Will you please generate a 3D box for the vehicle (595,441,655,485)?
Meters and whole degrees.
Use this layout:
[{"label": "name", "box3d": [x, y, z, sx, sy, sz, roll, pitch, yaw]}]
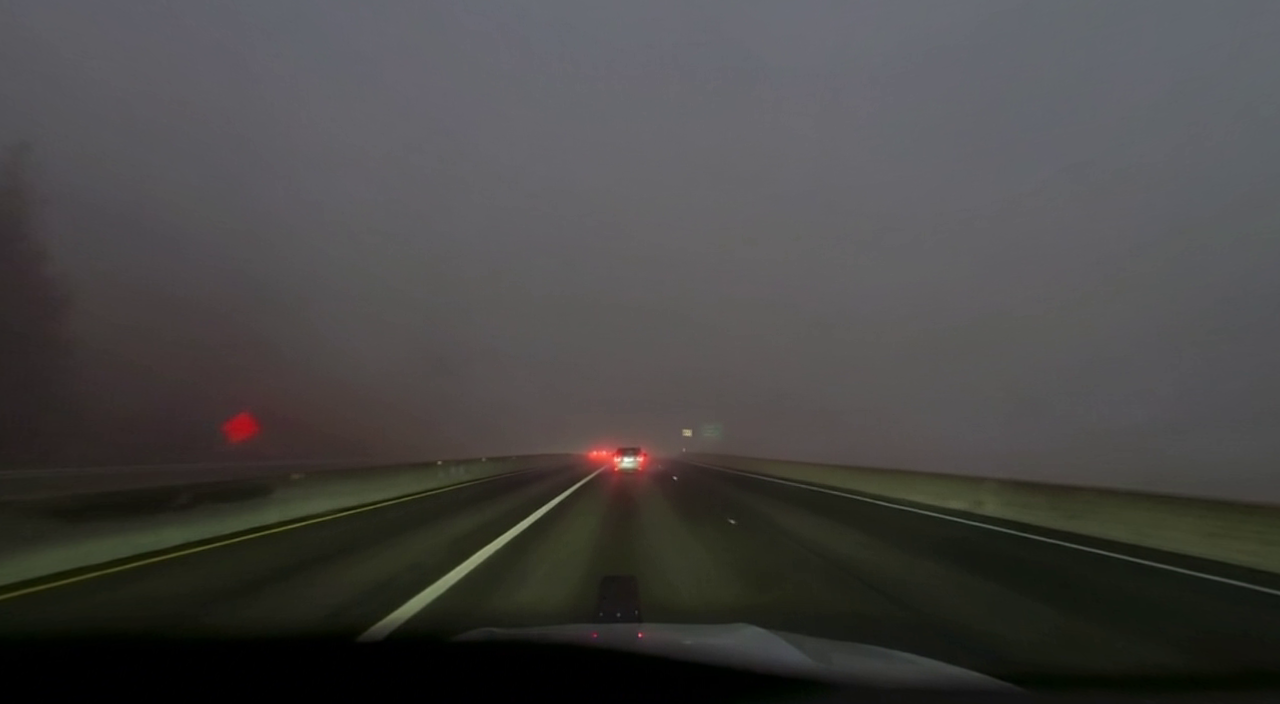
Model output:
[{"label": "vehicle", "box3d": [-0.548, 4.158, 23.800, 2.066, 1.490, 3.759, 0, -9, -1]}]
